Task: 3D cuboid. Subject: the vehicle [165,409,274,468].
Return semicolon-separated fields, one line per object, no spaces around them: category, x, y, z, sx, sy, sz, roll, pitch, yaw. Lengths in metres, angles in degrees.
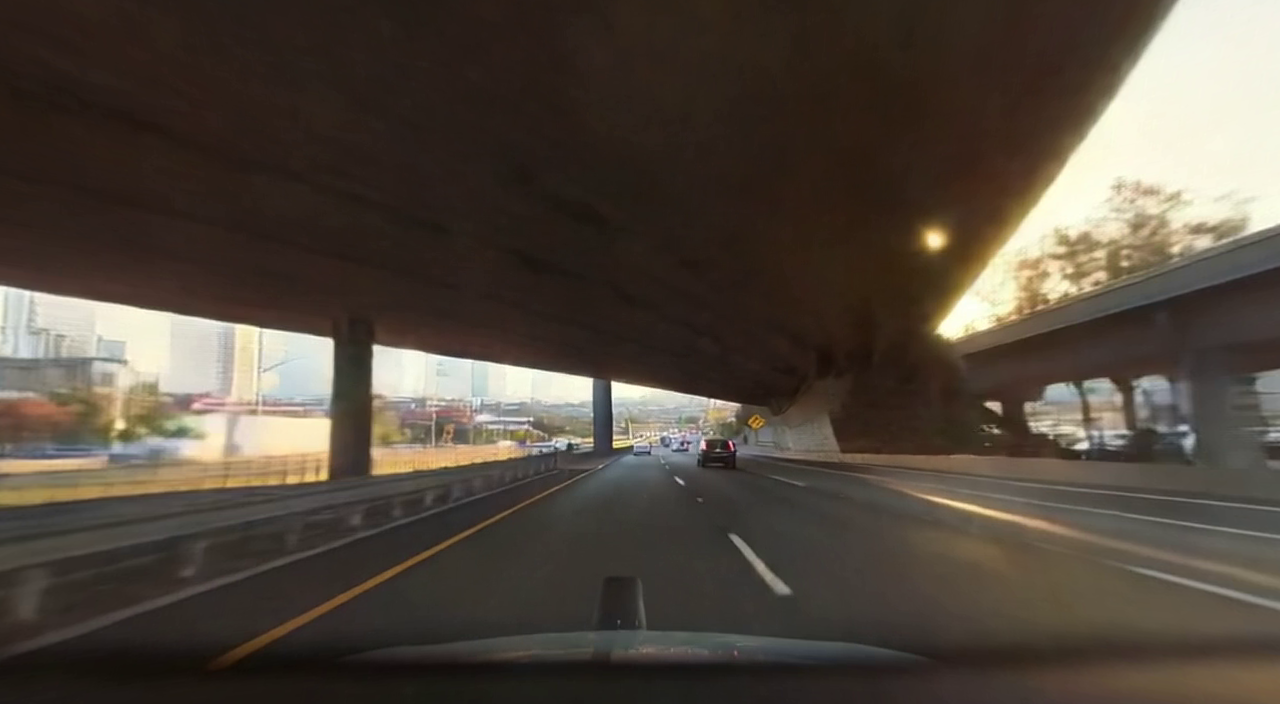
vehicle;-30.250;6.289;45.857;3.000;3.923;6.648;-1;-9;2

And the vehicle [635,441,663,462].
vehicle;0.706;7.574;48.080;2.046;1.475;3.784;0;-9;1

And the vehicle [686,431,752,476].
vehicle;3.346;4.436;27.801;2.226;1.779;4.835;0;-9;-1
